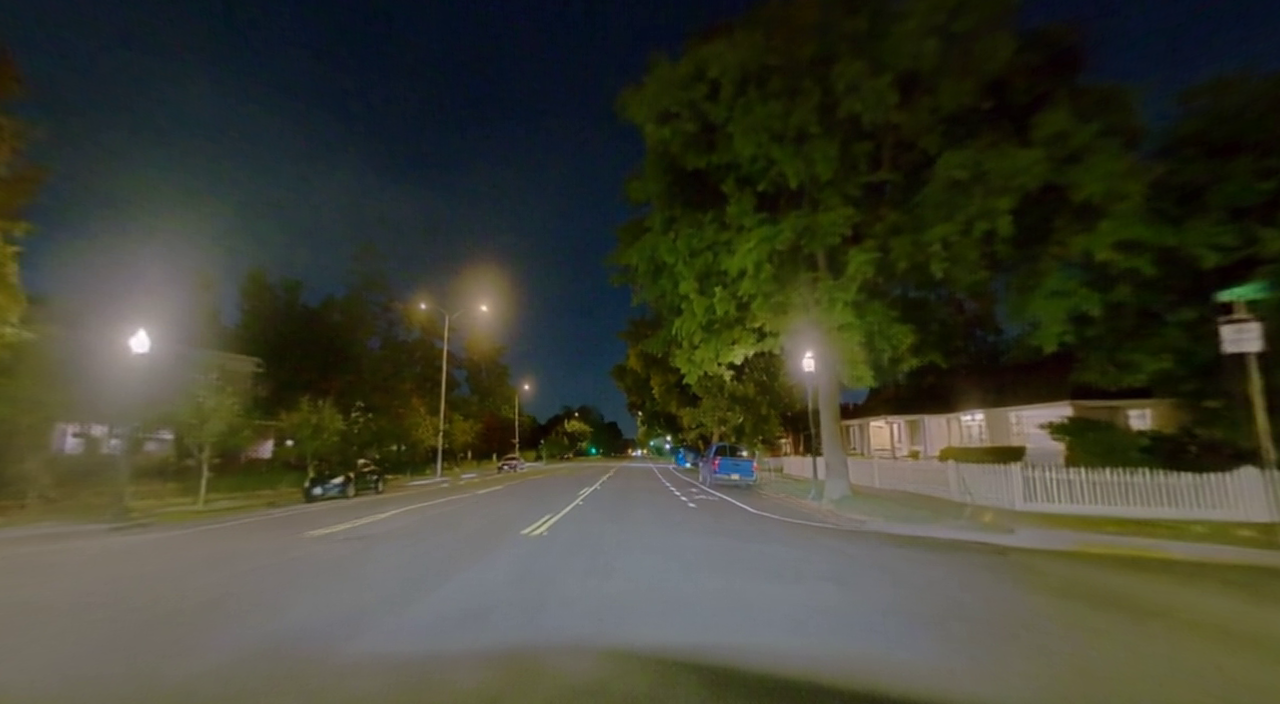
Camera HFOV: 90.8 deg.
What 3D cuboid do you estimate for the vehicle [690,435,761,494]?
[{"bbox_3d":[3.749,5.077,28.818,2.504,2.114,6.073,5,-9,3],"label":"vehicle"}]

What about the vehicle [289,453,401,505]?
[{"bbox_3d":[-10.855,4.667,23.711,2.049,1.527,4.677,-4,-8,-1],"label":"vehicle"}]
